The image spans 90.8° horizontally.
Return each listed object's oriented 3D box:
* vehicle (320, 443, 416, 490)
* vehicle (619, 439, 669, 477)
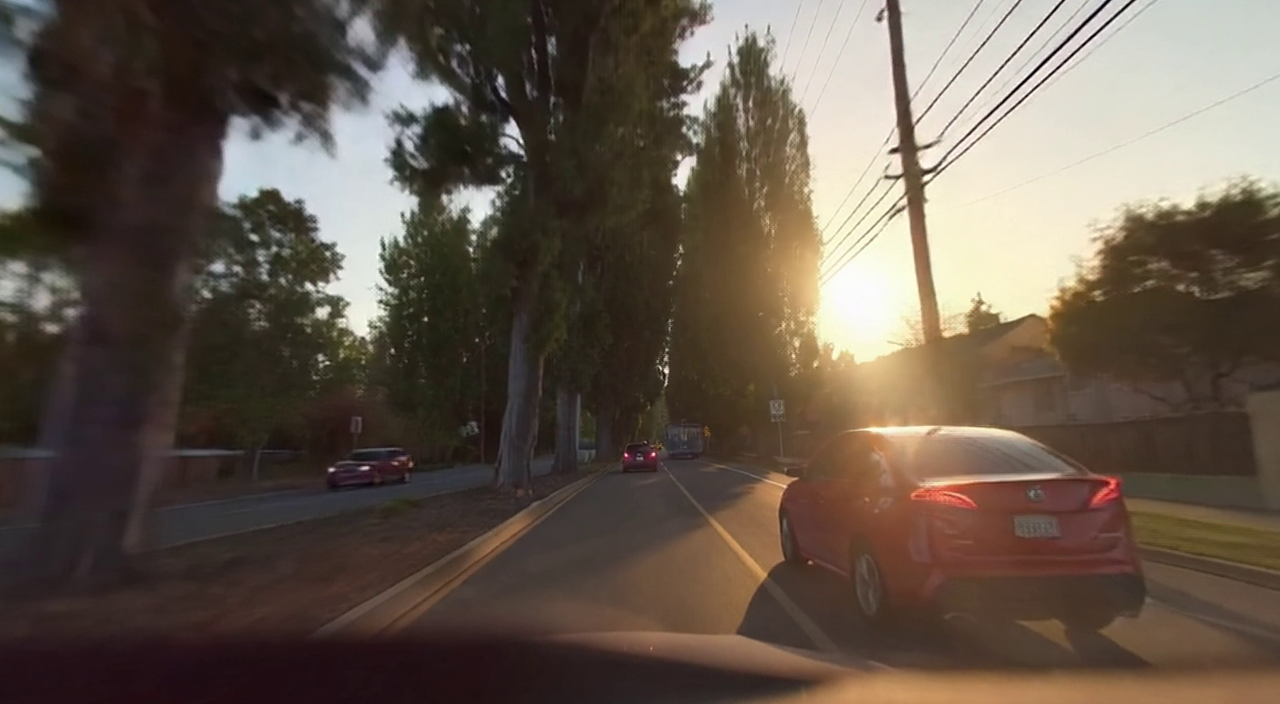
[{"bbox_3d":[-11.342,4.782,26.726,1.951,1.795,4.579,0,-8,1],"label":"vehicle"},{"bbox_3d":[0.177,4.604,27.640,2.018,1.511,3.993,0,-8,0],"label":"vehicle"}]
